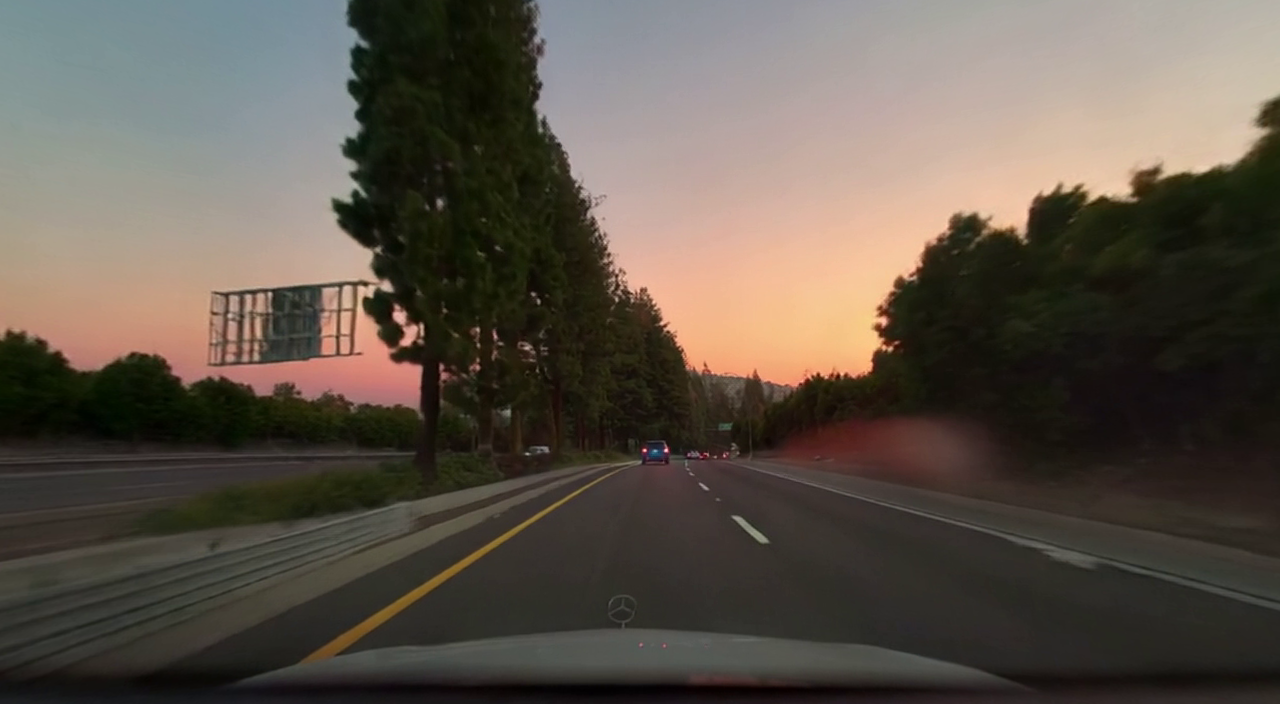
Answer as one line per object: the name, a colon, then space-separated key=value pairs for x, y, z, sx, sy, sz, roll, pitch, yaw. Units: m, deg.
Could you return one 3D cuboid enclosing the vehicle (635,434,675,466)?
vehicle: x=1.169 y=6.980 z=44.772 sx=2.546 sy=2.126 sz=5.153 roll=-1 pitch=-8 yaw=5
